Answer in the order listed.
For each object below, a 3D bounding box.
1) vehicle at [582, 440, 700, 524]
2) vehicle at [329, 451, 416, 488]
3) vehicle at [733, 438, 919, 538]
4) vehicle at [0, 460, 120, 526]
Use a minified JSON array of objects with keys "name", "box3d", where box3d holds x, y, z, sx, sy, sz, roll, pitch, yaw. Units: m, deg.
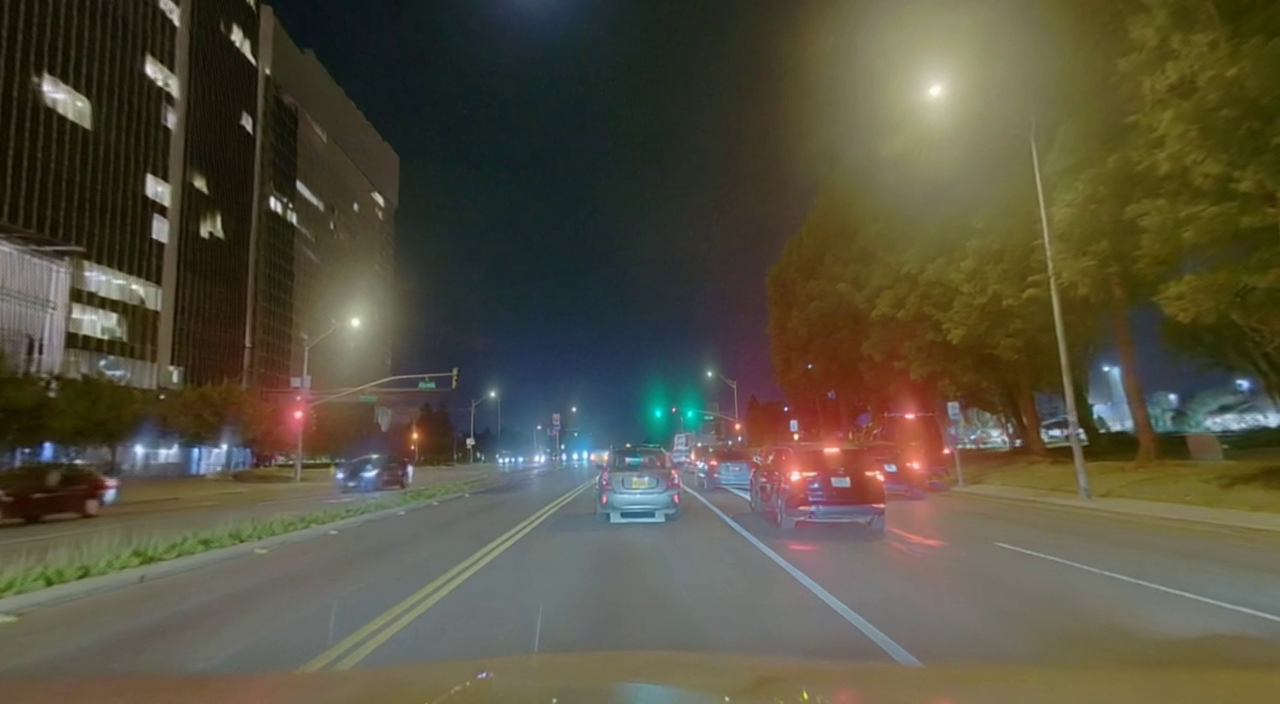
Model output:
[{"name":"vehicle","box3d":[-0.032,2.618,13.393,2.105,1.474,4.127,0,-8,-1]},{"name":"vehicle","box3d":[-12.369,5.446,29.571,2.020,1.533,4.620,0,-8,0]},{"name":"vehicle","box3d":[3.147,2.383,11.841,1.995,1.483,4.533,0,-8,-2]},{"name":"vehicle","box3d":[-16.304,3.619,16.447,1.864,1.489,4.346,0,-8,-1]}]
